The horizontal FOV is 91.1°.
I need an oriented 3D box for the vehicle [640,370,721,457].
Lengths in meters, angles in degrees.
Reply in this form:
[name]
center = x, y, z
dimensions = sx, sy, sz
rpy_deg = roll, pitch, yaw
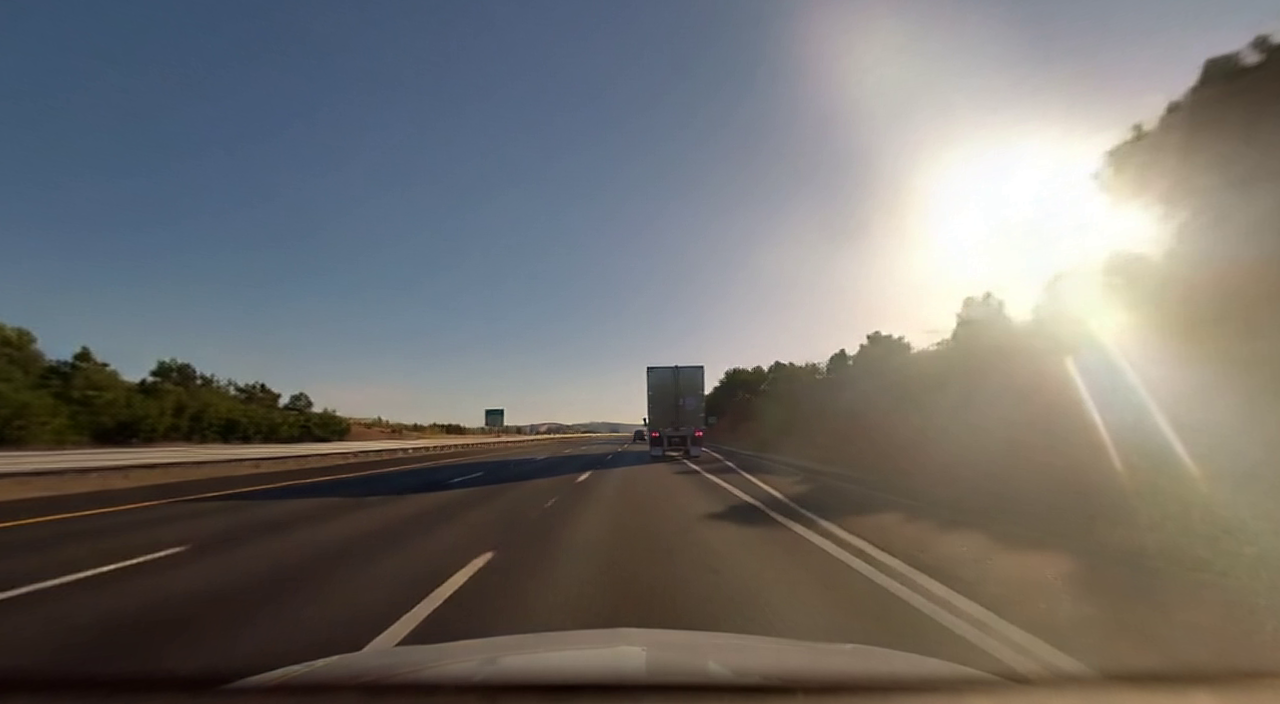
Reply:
[vehicle]
center = 1.832, 3.425, 32.809
dimensions = 3.446, 3.698, 12.089
rpy_deg = 0, -8, 1
